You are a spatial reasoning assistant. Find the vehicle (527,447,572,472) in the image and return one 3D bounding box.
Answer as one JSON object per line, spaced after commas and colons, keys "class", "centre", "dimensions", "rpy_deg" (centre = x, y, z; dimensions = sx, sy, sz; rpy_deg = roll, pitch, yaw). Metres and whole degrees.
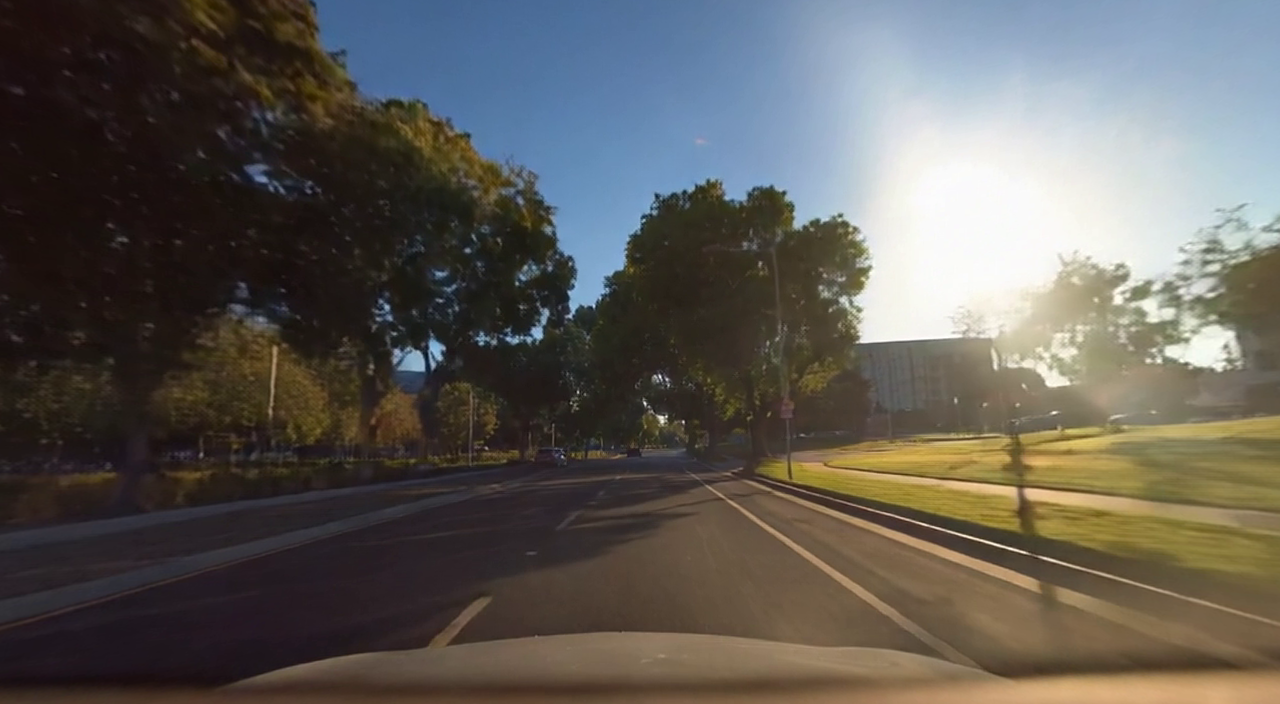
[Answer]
{"class": "vehicle", "centre": [-5.520, 6.604, 39.051], "dimensions": [1.945, 1.461, 4.605], "rpy_deg": [-1, -9, 3]}
